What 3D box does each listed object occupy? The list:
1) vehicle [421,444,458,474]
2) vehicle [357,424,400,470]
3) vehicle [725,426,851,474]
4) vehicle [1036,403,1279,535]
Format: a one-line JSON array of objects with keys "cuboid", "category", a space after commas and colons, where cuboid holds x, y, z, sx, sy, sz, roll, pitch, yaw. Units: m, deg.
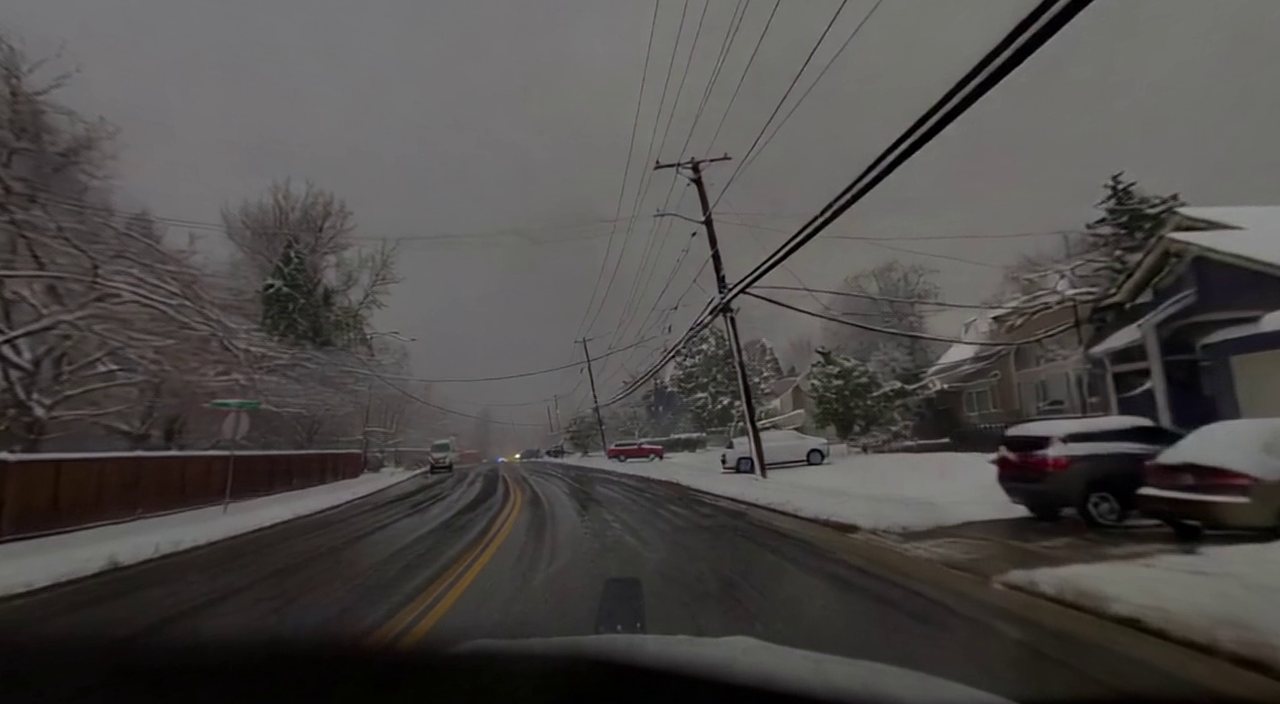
[{"cuboid": [-14.059, 7.578, 44.516, 2.046, 1.777, 4.473, -1, -11, -12], "category": "vehicle"}, {"cuboid": [-20.310, 7.454, 49.404, 2.781, 3.221, 7.995, 2, -9, -21], "category": "vehicle"}, {"cuboid": [5.767, 3.840, 24.919, 4.337, 1.768, 1.962, 1, -8, -10], "category": "vehicle"}, {"cuboid": [8.178, 1.528, 8.531, 4.382, 1.531, 1.925, 0, -8, -3], "category": "vehicle"}]
